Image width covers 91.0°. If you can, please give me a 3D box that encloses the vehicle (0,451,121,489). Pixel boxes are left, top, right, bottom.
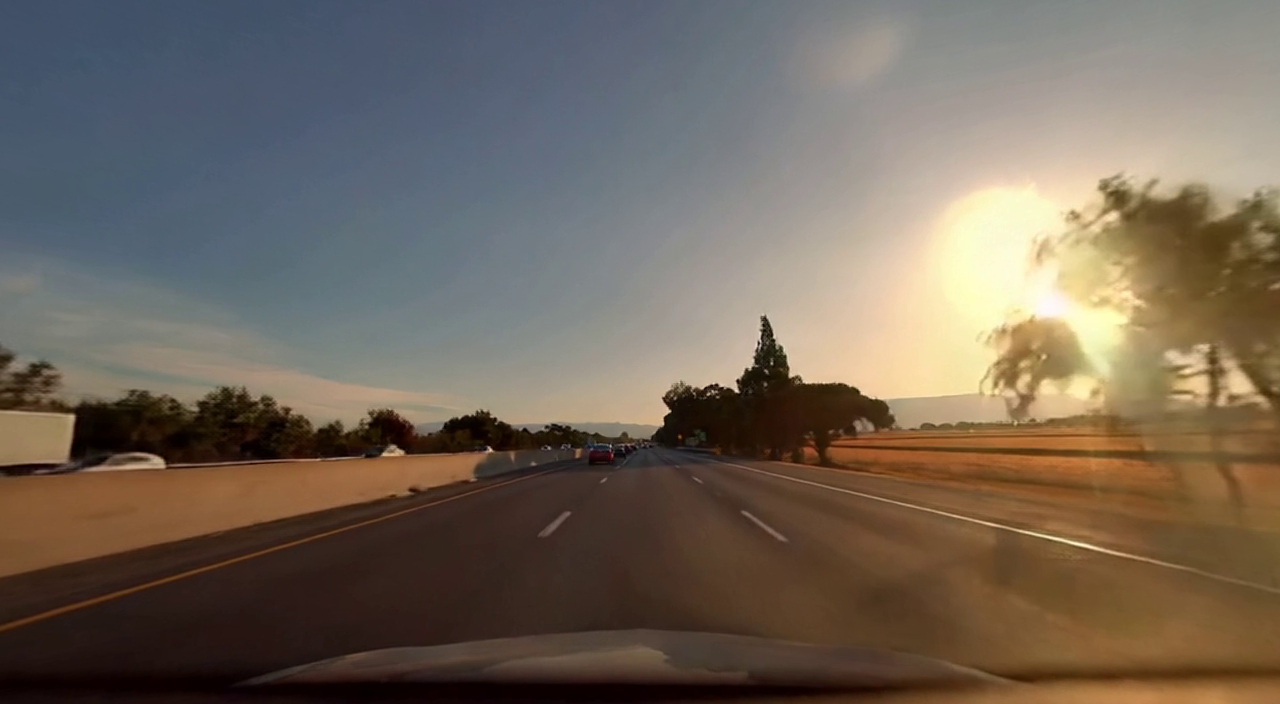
[{"bbox_3d":[-27.689,5.602,30.153,1.953,1.620,4.256,0,-9,0],"label":"vehicle"}]
